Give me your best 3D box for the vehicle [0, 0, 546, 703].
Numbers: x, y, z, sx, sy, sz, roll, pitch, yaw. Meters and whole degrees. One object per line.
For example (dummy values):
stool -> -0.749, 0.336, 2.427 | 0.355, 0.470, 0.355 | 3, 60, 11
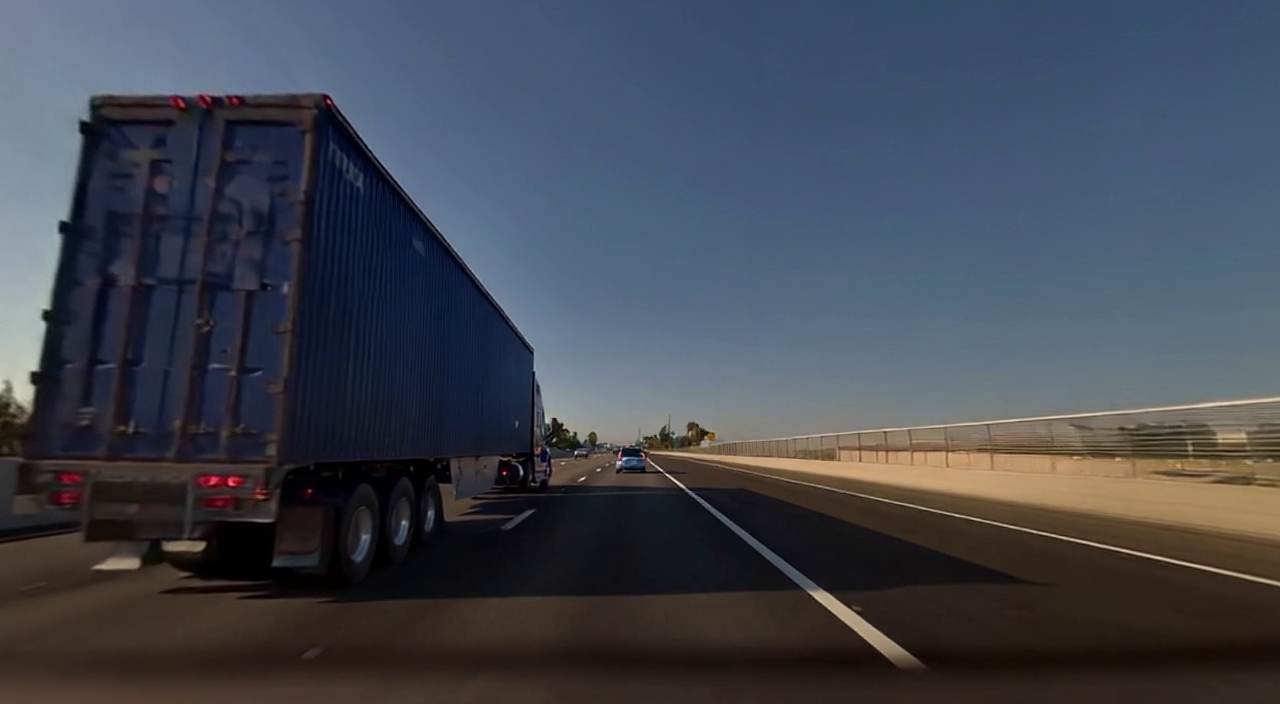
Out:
vehicle -> -3.966, 0.947, 10.219 | 2.914, 4.039, 14.493 | 0, -9, -1

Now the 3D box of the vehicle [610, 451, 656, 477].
vehicle -> -0.370, 6.318, 35.698 | 2.398, 1.336, 5.698 | 0, -9, 0
